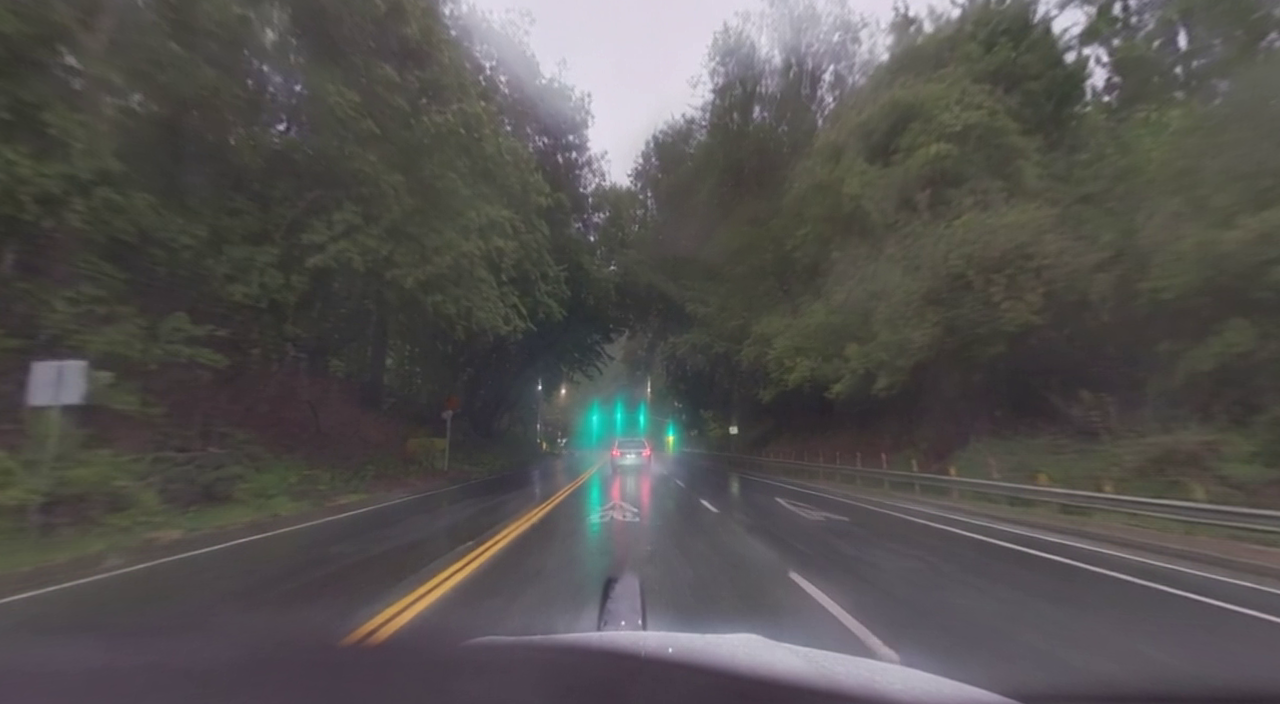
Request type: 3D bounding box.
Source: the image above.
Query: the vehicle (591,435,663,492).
[{"bbox_3d":[-0.412,3.474,19.877,2.037,1.601,3.643,0,-9,-1],"label":"vehicle"}]
